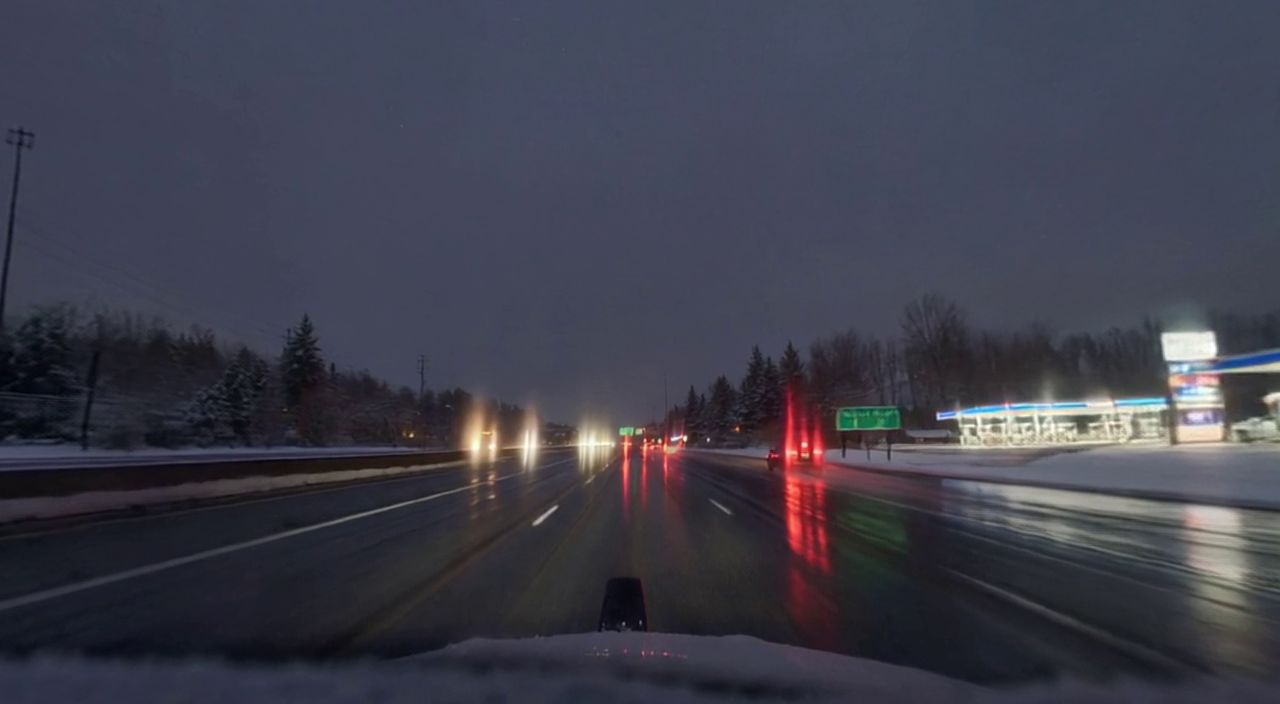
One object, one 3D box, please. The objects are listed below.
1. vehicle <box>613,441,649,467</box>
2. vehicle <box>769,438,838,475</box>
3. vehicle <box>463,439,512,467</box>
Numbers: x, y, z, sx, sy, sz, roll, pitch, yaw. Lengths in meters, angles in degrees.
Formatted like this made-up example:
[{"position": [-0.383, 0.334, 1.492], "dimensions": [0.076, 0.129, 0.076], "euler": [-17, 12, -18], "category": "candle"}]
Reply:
[{"position": [-0.563, 6.081, 37.843], "dimensions": [1.999, 1.473, 4.351], "euler": [0, -8, -1], "category": "vehicle"}, {"position": [7.084, 4.570, 27.773], "dimensions": [1.867, 1.463, 4.295], "euler": [0, -8, -1], "category": "vehicle"}, {"position": [-9.978, 6.618, 41.556], "dimensions": [2.005, 1.725, 5.137], "euler": [0, -8, -1], "category": "vehicle"}]
